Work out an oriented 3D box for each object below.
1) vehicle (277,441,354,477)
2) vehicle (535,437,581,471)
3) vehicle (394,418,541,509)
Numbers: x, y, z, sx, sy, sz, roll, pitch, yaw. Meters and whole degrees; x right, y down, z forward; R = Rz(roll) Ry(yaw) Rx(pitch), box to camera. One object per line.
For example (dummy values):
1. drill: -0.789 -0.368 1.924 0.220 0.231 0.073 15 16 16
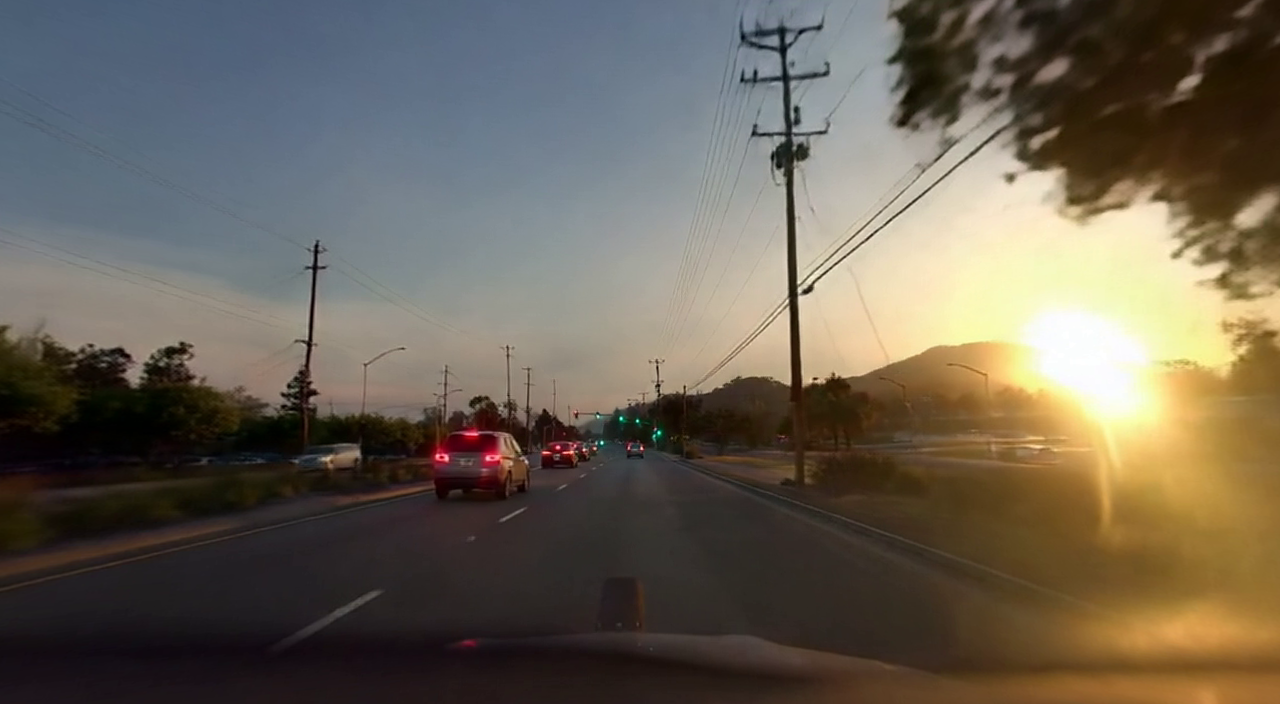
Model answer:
1. vehicle: -17.314 5.698 33.976 1.928 1.618 4.377 1 -6 -2
2. vehicle: -4.364 5.454 34.073 2.041 1.698 4.094 0 -8 -2
3. vehicle: -3.848 2.592 15.104 2.189 1.807 4.467 0 -8 1
